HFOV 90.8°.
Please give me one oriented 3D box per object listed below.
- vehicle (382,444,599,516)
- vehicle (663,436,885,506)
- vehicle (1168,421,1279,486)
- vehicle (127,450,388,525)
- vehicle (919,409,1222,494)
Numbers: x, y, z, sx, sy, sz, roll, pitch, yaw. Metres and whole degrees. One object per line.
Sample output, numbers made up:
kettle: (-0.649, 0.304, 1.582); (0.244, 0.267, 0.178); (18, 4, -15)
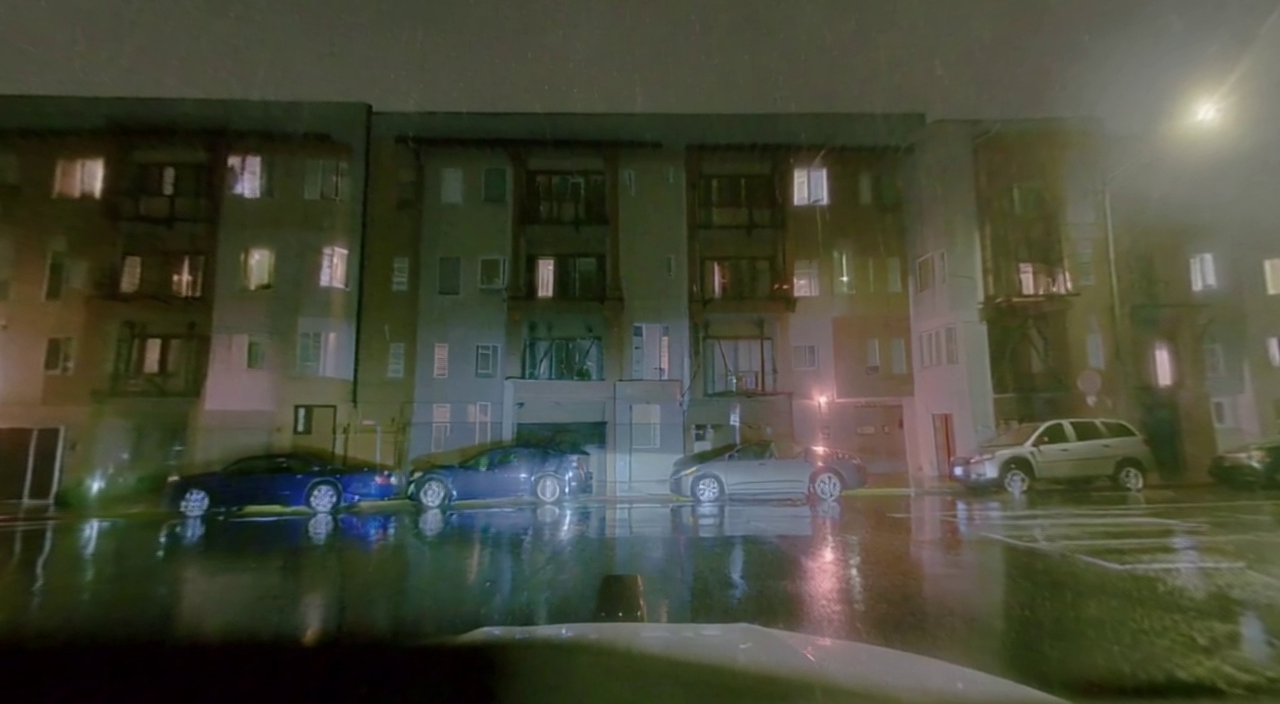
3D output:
vehicle: (-3.203, 2.829, 14.286); (4.489, 1.470, 1.776); (1, -8, -5)
vehicle: (2.973, 2.715, 14.678); (4.681, 1.480, 1.817); (1, -8, -5)
vehicle: (16.138, 2.503, 15.714); (4.426, 1.476, 1.864); (1, -8, -4)
vehicle: (-8.107, 2.889, 13.809); (4.423, 1.449, 1.813); (1, -9, -6)
vehicle: (10.174, 2.392, 15.292); (5.739, 1.852, 2.330); (1, -8, -4)
